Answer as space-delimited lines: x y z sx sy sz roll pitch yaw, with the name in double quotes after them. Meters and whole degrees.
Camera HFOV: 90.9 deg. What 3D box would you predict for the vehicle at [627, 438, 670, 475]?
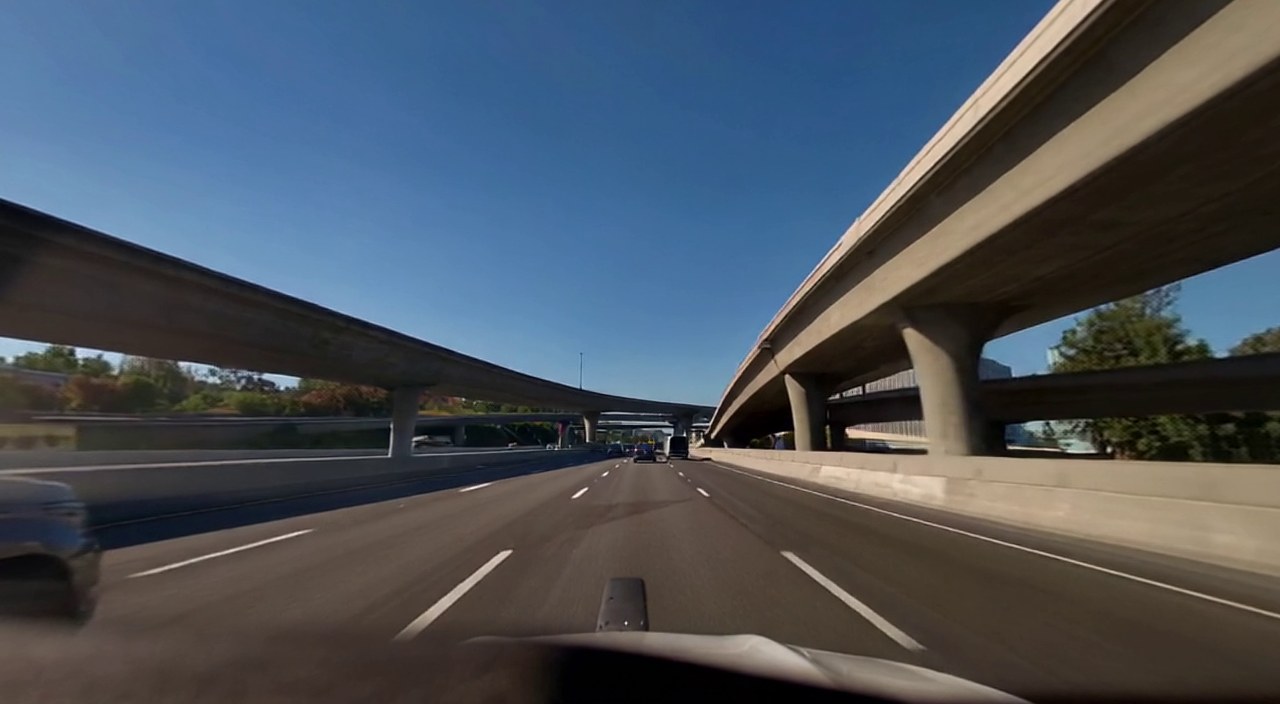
0.373 5.277 32.043 2.052 1.711 4.223 0 -9 0 "vehicle"
